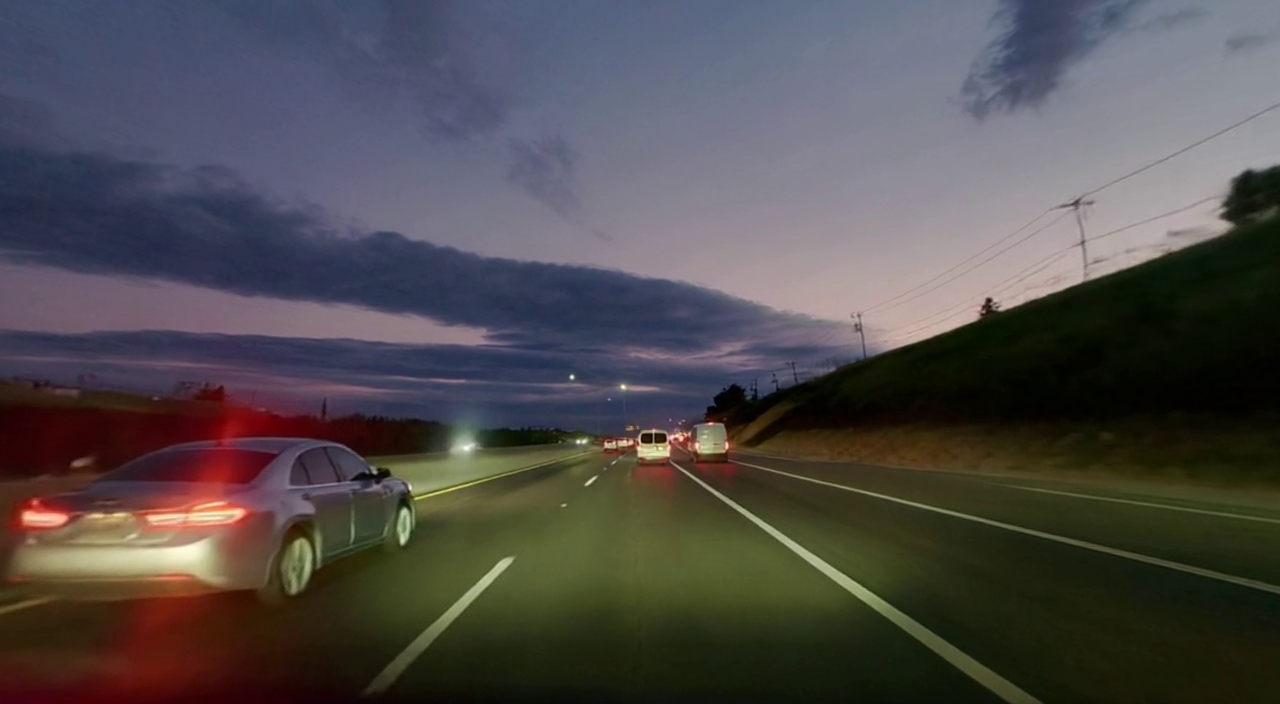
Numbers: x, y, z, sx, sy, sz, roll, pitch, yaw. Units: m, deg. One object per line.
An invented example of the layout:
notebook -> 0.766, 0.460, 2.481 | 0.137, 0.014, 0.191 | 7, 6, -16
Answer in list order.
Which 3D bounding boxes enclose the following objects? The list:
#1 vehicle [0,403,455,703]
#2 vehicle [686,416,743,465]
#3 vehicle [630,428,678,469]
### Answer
vehicle -> -3.075, 1.266, 5.093 | 1.890, 1.490, 4.202 | 0, -8, 0
vehicle -> 3.887, 4.757, 34.068 | 2.348, 2.429, 5.172 | 0, -8, -1
vehicle -> 0.594, 4.595, 30.270 | 2.159, 1.811, 4.238 | 0, -8, -1
